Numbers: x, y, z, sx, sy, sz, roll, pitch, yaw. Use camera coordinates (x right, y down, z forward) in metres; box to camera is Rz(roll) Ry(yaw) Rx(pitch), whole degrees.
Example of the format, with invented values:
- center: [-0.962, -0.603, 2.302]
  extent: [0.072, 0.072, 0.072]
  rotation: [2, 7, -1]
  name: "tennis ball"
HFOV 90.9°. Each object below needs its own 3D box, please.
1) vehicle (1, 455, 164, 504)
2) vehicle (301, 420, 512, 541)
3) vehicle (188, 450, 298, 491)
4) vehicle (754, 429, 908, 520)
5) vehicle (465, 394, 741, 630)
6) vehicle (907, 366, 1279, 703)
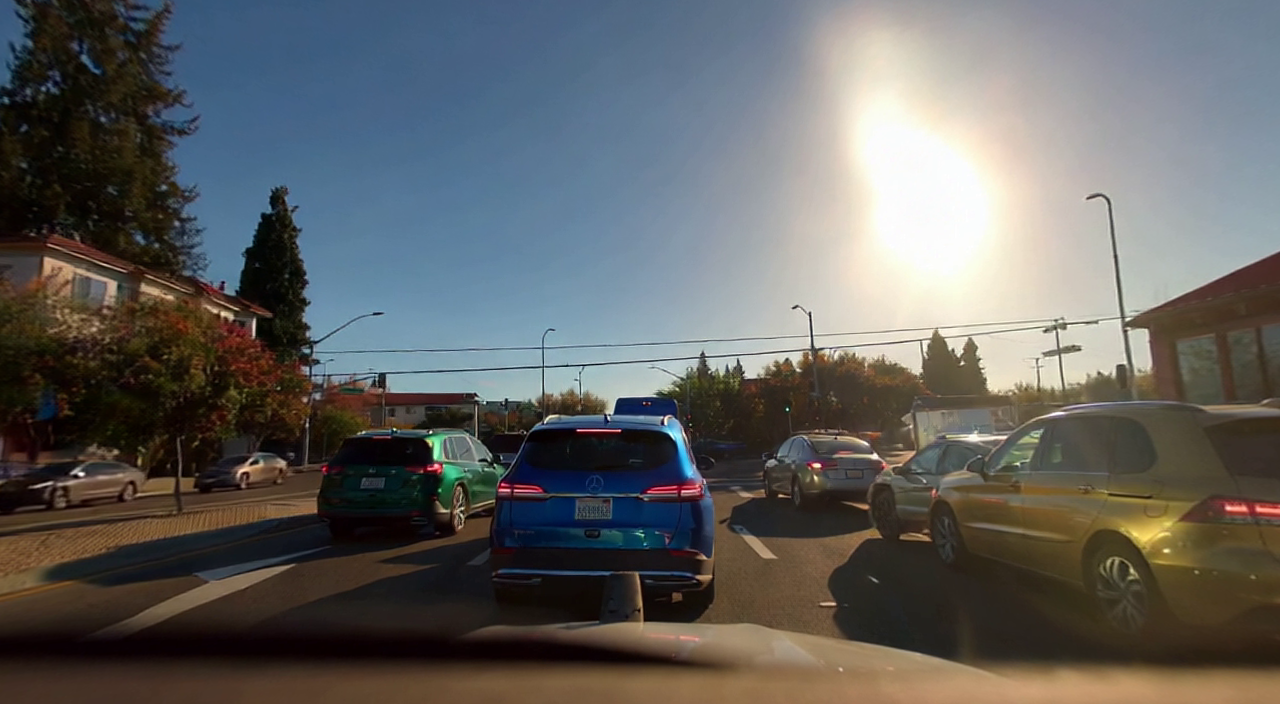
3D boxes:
- center: [-19.825, 4.529, 22.764]
  extent: [1.821, 1.503, 4.384]
  rotation: [0, -8, 1]
  name: "vehicle"
- center: [-3.758, 2.145, 11.165]
  extent: [2.012, 1.701, 4.316]
  rotation: [0, -8, 1]
  name: "vehicle"
- center: [-15.716, 4.688, 25.233]
  extent: [1.774, 1.468, 3.863]
  rotation: [0, -8, 1]
  name: "vehicle"
- center: [3.681, 2.424, 12.964]
  extent: [1.847, 1.554, 3.885]
  rotation: [0, -8, -2]
  name: "vehicle"
- center: [-0.159, 1.469, 6.733]
  extent: [2.022, 1.700, 4.084]
  rotation: [0, -8, 3]
  name: "vehicle"
- center: [4.154, 1.262, 5.385]
  extent: [2.014, 1.740, 4.515]
  rotation: [0, -8, 4]
  name: "vehicle"
